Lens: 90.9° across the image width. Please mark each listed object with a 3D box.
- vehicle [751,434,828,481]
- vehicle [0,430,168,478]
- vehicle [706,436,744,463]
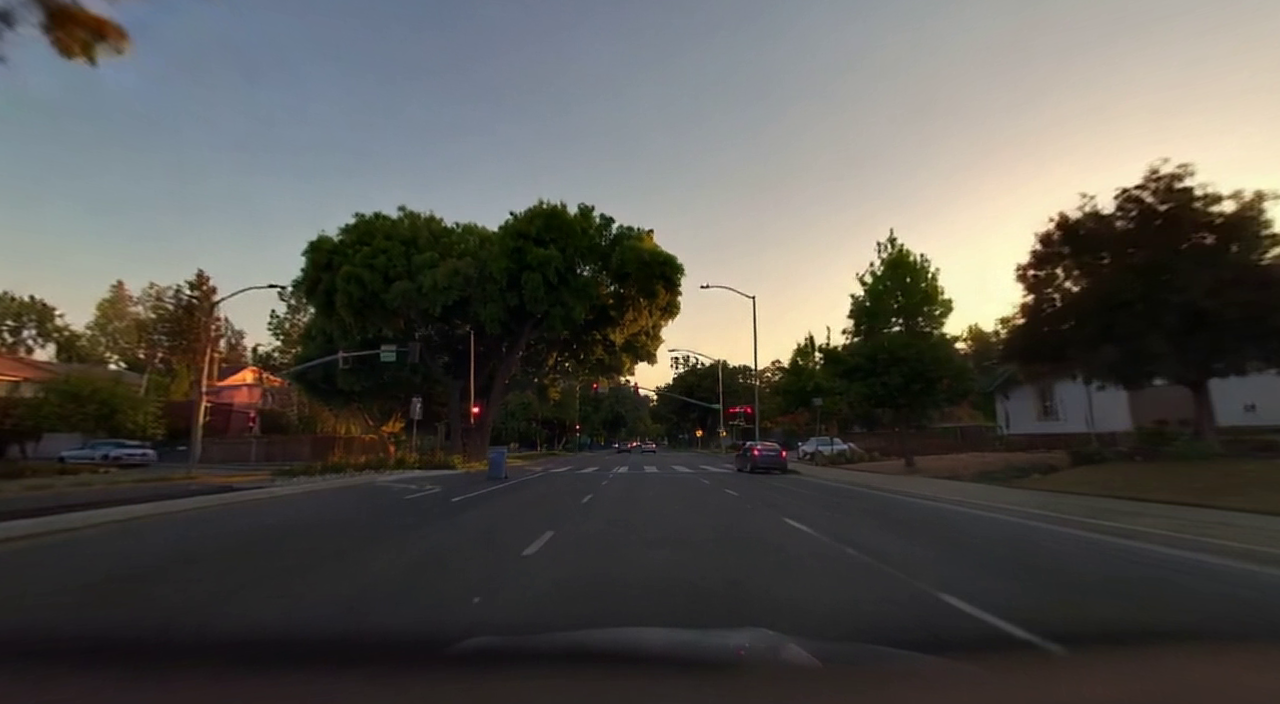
[{"bbox_3d":[6.167,4.400,26.591,2.094,1.766,4.792,0,-8,0],"label":"vehicle"},{"bbox_3d":[-42.041,7.633,47.513,10.437,3.440,2.994,0,-7,1],"label":"vehicle"},{"bbox_3d":[6.606,7.636,49.433,2.293,1.942,5.004,0,-8,1],"label":"vehicle"}]
